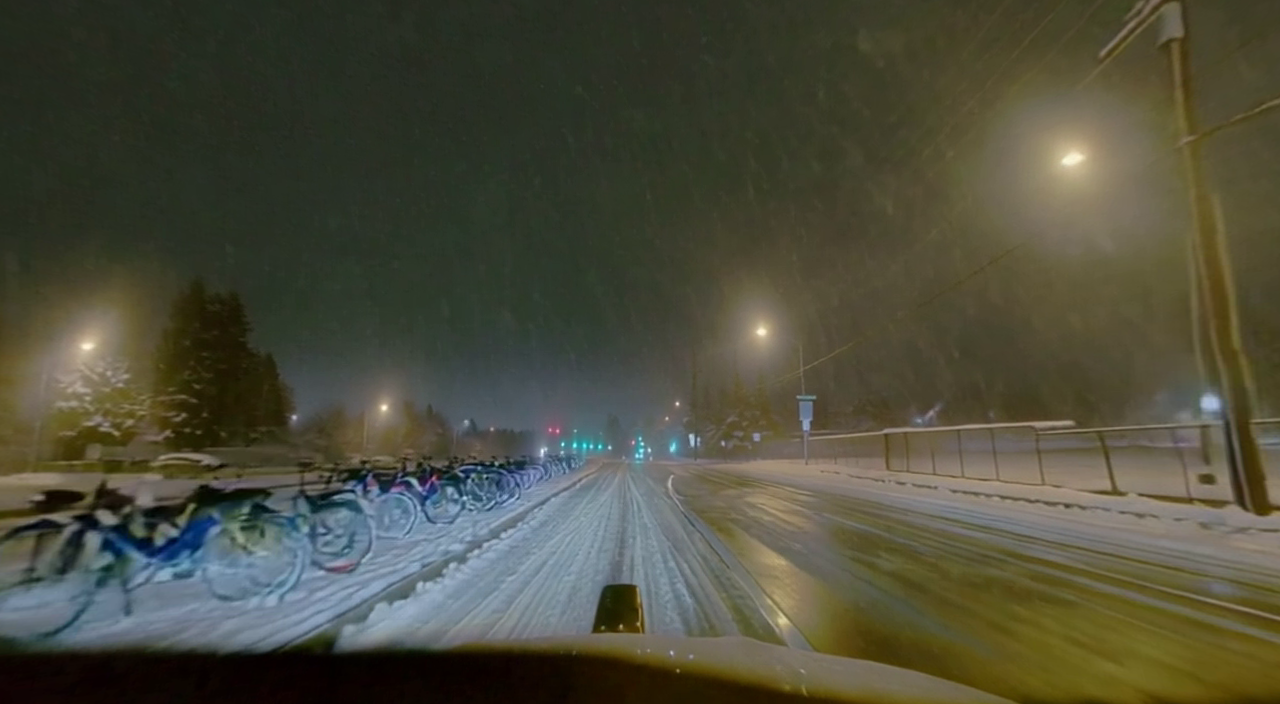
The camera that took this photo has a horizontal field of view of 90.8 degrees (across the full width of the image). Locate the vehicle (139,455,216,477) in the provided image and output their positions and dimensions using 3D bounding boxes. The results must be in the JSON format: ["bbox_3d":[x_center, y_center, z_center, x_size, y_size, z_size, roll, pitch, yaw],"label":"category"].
[{"bbox_3d":[-33.054,8.160,45.216,4.108,1.480,1.800,0,-9,1],"label":"vehicle"}]
